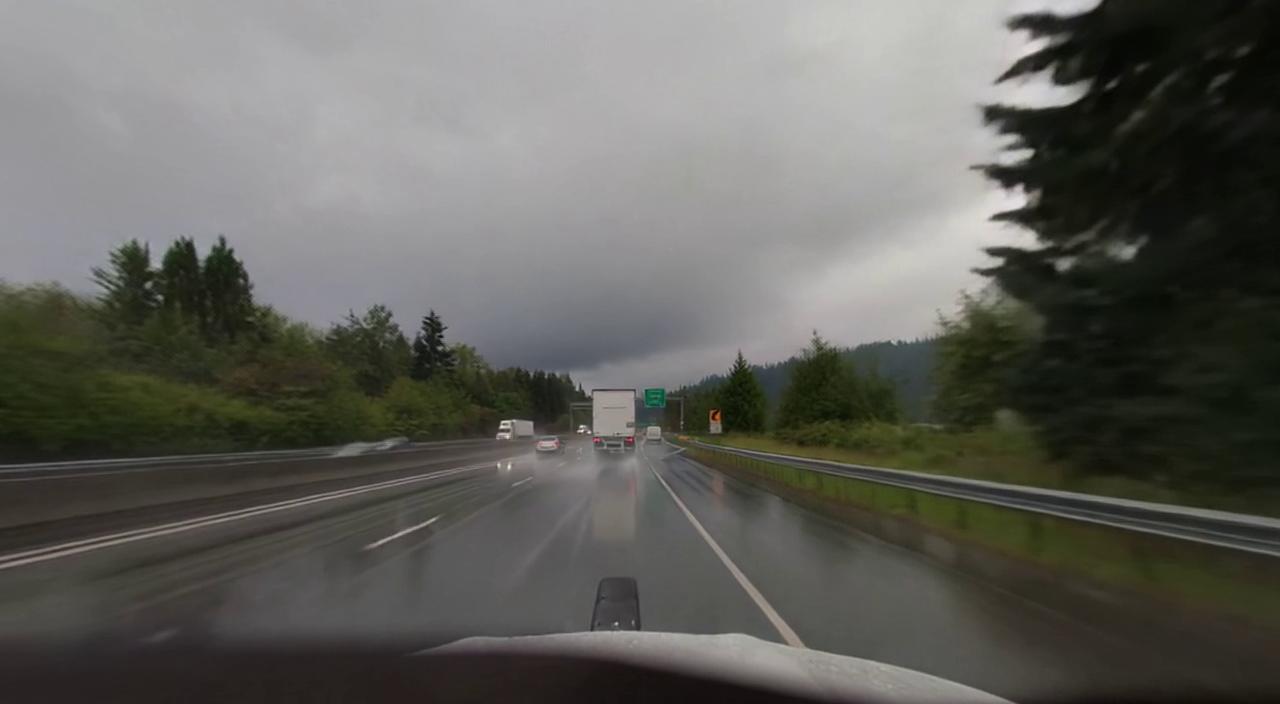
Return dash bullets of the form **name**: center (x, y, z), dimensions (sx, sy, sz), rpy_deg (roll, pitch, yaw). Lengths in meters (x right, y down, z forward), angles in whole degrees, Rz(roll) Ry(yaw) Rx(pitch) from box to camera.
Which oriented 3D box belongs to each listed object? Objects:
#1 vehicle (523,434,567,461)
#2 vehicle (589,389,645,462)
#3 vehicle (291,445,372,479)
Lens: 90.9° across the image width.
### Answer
- **vehicle**: center (-5.415, 5.495, 36.421), dimensions (1.931, 1.479, 4.083), rpy_deg (0, -8, -1)
- **vehicle**: center (-1.306, 4.334, 36.668), dimensions (2.855, 3.741, 8.587), rpy_deg (0, -8, -2)
- **vehicle**: center (-14.478, 5.149, 29.860), dimensions (1.827, 1.433, 4.096), rpy_deg (0, -8, -1)
